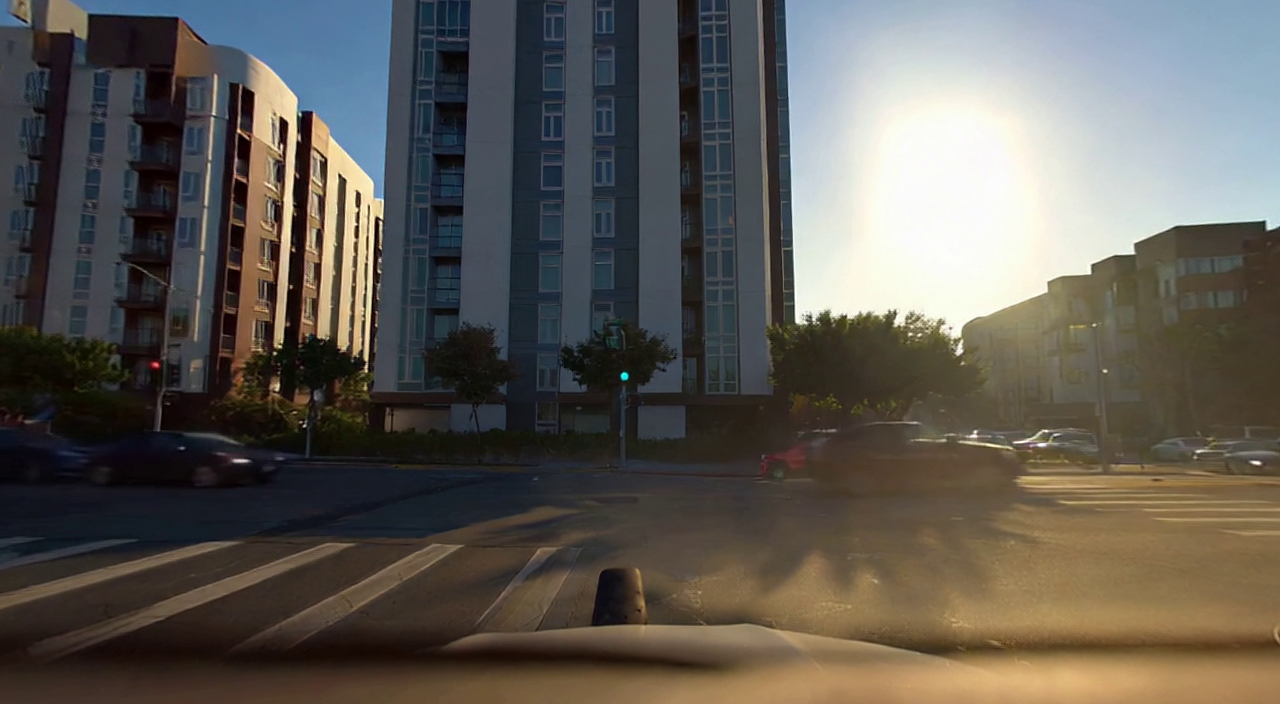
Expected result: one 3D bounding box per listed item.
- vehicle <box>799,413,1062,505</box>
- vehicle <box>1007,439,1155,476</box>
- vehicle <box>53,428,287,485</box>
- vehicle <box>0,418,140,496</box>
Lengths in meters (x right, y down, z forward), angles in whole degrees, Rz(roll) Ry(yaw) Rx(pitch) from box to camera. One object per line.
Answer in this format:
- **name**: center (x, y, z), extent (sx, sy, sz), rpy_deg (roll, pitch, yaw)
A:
- **vehicle**: center (6.162, 2.328, 13.886), extent (4.724, 1.834, 2.068), rpy_deg (0, -9, 0)
- **vehicle**: center (18.566, 4.461, 26.692), extent (4.823, 1.458, 1.914), rpy_deg (0, -9, -1)
- **vehicle**: center (-12.525, 2.813, 17.077), extent (4.747, 1.434, 1.960), rpy_deg (0, -9, 0)
- **vehicle**: center (-14.410, 2.279, 13.815), extent (5.203, 1.566, 1.977), rpy_deg (0, -9, 0)
